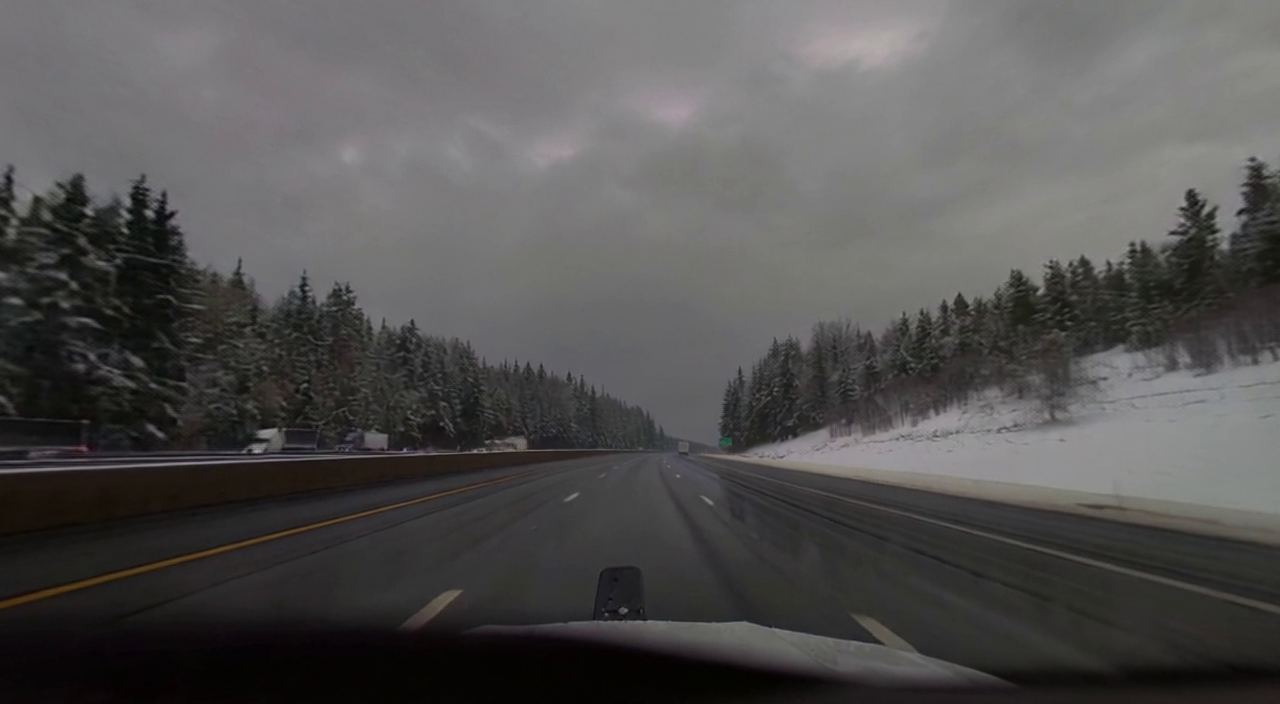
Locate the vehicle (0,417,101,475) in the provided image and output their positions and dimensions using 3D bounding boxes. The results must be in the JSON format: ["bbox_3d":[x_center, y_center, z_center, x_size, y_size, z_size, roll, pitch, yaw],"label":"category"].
[{"bbox_3d":[-44.558,6.905,45.586,2.822,3.748,12.930,2,-9,-14],"label":"vehicle"}]
